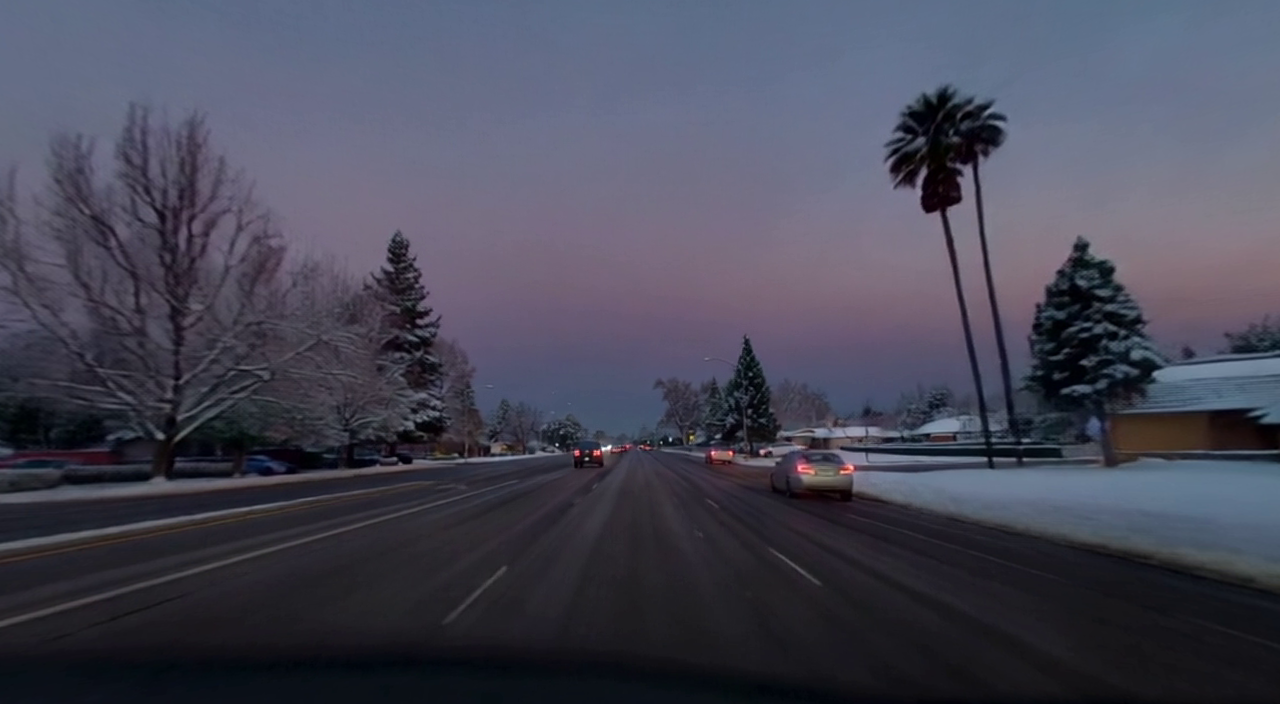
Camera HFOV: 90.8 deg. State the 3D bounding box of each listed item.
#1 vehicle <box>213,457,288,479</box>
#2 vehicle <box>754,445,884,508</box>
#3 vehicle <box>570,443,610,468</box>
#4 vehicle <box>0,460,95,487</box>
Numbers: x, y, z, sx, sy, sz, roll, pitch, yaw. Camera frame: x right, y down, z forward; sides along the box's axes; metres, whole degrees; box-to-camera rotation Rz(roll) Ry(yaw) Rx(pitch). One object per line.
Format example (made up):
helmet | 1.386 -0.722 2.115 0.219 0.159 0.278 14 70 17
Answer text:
vehicle | -28.266 8.414 45.918 4.113 1.535 1.952 1 -8 -1
vehicle | 4.565 3.233 16.987 2.149 1.421 4.805 0 -8 1
vehicle | -3.248 6.823 41.941 2.263 1.548 4.555 0 -8 0
vehicle | -35.334 7.151 37.290 4.503 1.515 1.964 0 -9 2
